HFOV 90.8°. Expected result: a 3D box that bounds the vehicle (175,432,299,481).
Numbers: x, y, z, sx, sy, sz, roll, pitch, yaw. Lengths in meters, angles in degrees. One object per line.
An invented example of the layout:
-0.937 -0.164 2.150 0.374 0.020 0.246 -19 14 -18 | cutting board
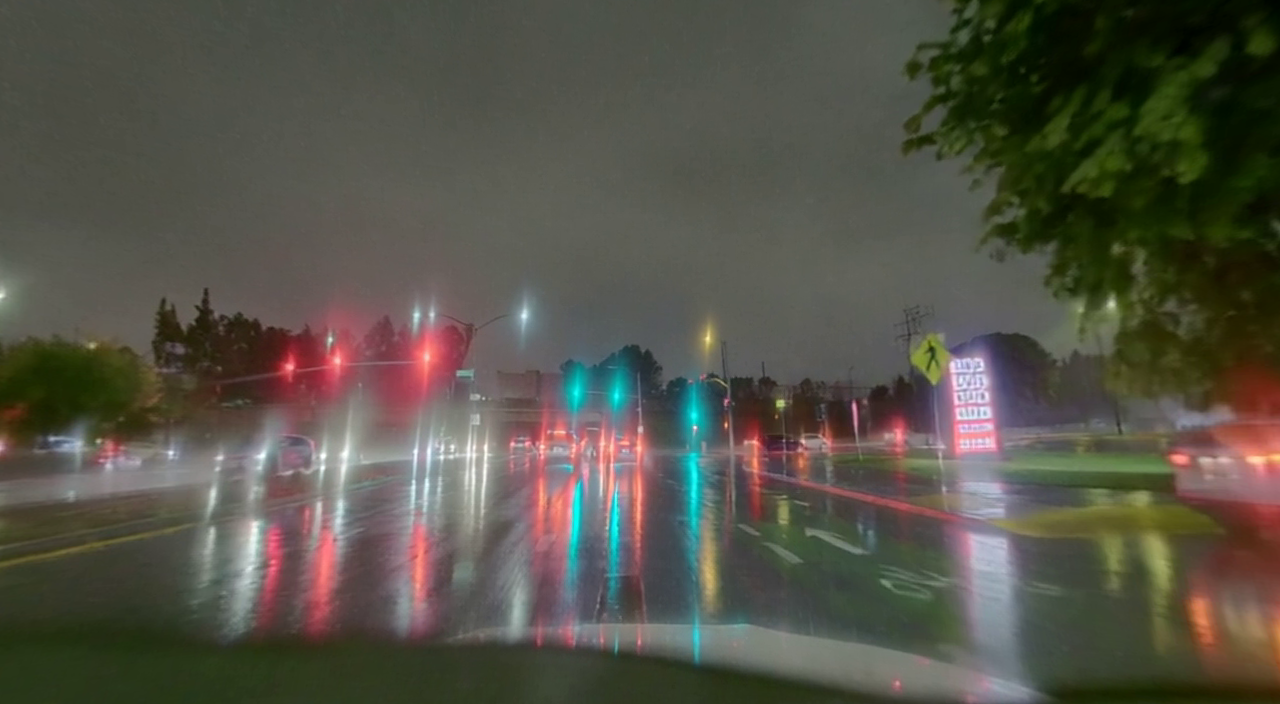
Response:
-19.595 5.105 31.169 2.655 2.126 5.813 0 -8 -5 | vehicle

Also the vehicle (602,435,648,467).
-0.818 5.005 32.017 2.176 1.489 4.518 0 -8 -3 | vehicle

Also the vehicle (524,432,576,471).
-4.029 4.541 29.029 2.057 1.610 4.891 0 -8 -5 | vehicle

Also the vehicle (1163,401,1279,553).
8.787 1.335 6.881 4.487 1.539 1.947 0 -8 -3 | vehicle

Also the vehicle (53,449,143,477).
-38.796 7.966 45.305 4.799 1.819 1.669 -1 -8 -1 | vehicle

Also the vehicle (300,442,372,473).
-16.286 5.650 34.127 1.968 1.557 4.650 1 -8 -5 | vehicle
